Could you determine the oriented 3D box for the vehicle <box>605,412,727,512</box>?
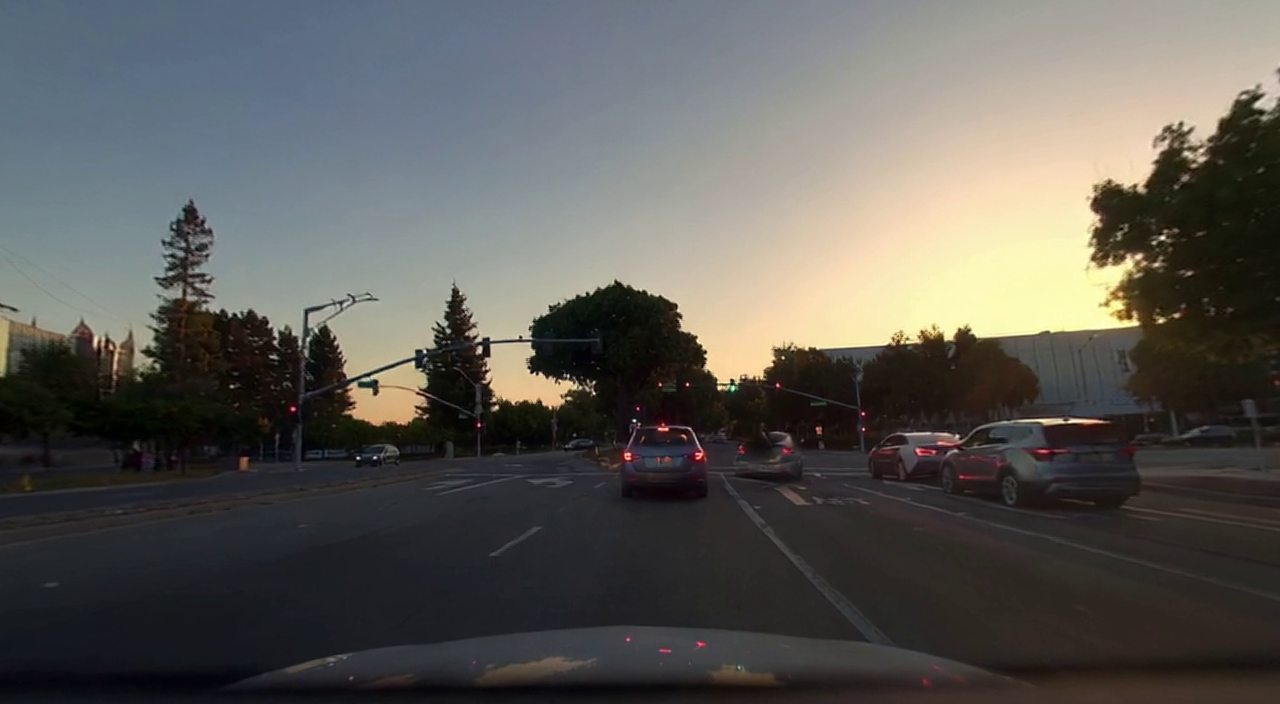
[{"bbox_3d":[0.541,2.300,13.612,2.211,1.795,4.179,0,-9,2],"label":"vehicle"}]

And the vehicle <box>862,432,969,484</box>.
[{"bbox_3d":[8.691,3.384,20.371,1.862,1.471,4.297,-1,-9,5],"label":"vehicle"}]

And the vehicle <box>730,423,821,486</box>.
[{"bbox_3d":[4.190,3.262,20.378,2.188,1.774,4.646,0,-9,4],"label":"vehicle"}]

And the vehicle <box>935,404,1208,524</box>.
[{"bbox_3d":[7.564,2.023,11.813,2.074,1.791,4.393,0,-9,2],"label":"vehicle"}]
